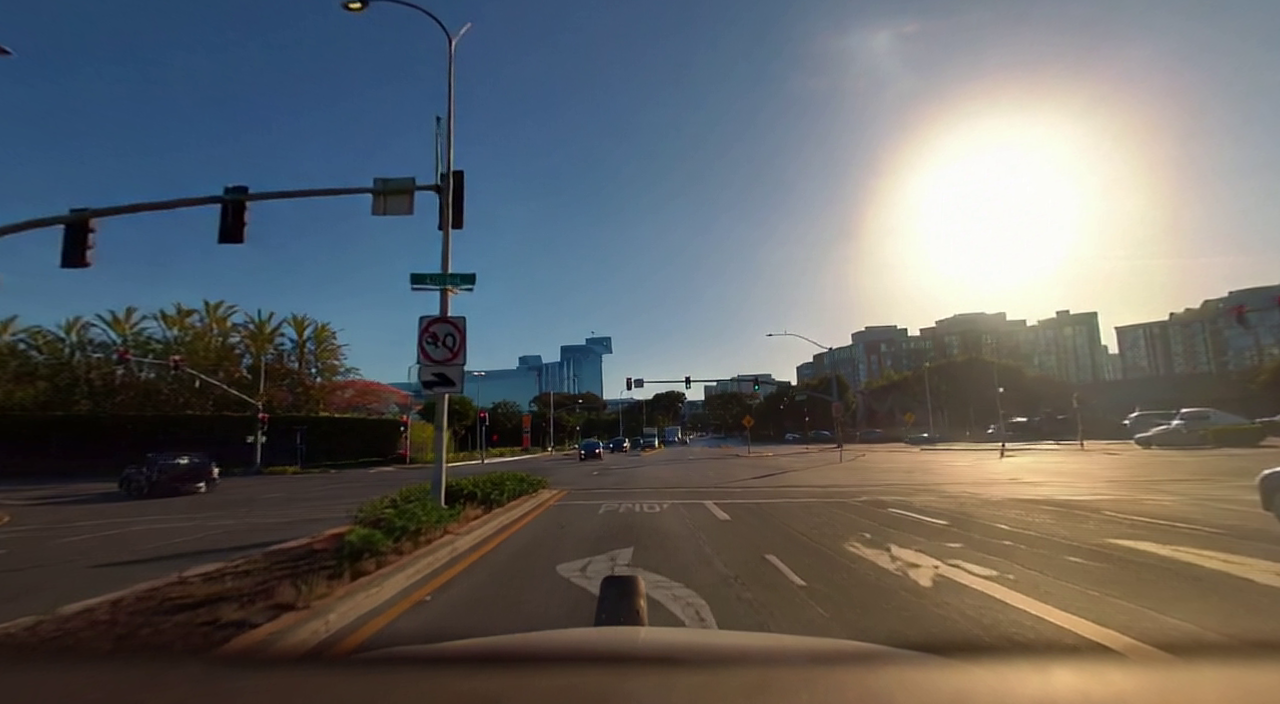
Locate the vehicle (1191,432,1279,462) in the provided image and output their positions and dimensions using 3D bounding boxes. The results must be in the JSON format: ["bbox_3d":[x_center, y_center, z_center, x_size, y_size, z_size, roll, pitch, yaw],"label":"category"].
[{"bbox_3d":[32.430,5.038,33.509,4.636,1.527,2.476,2,-9,-14],"label":"vehicle"}]

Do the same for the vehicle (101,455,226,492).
[{"bbox_3d":[-24.374,6.192,32.452,4.706,1.734,2.253,-1,-8,6],"label":"vehicle"}]
